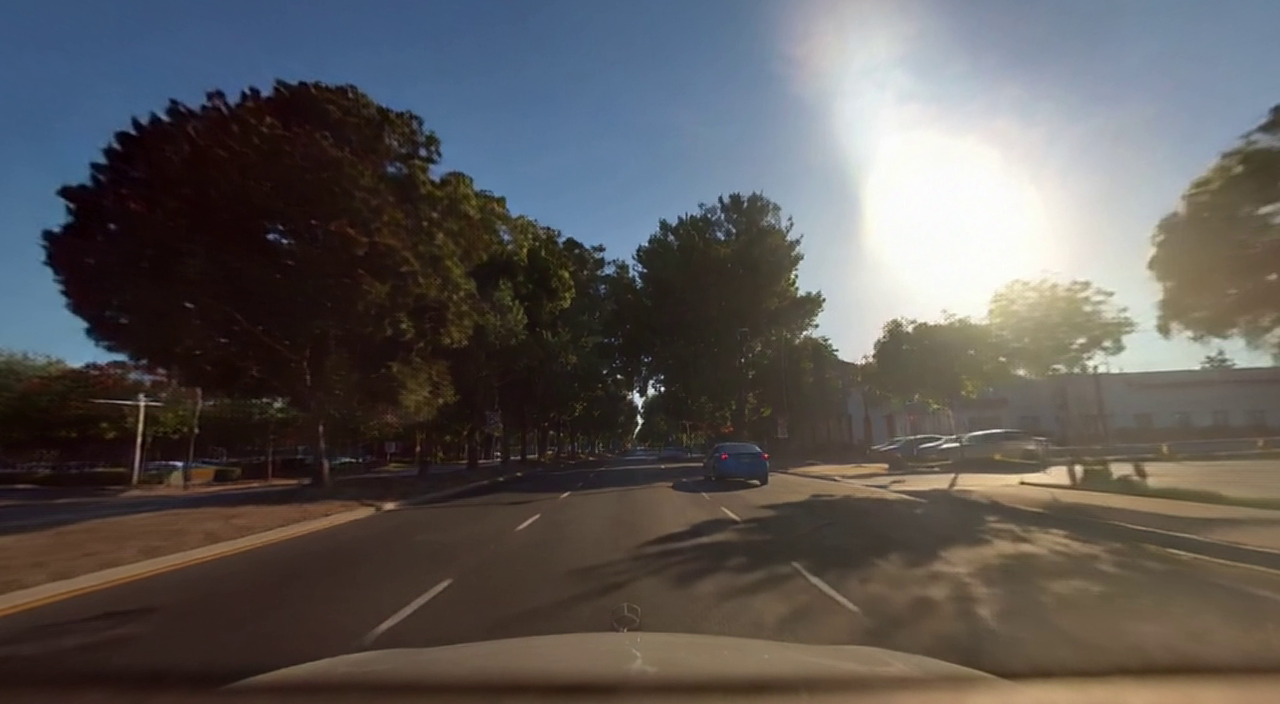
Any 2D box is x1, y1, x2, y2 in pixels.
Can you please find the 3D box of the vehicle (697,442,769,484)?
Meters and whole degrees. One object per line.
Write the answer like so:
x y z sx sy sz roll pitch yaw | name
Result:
3.576 4.368 25.224 2.033 1.482 4.571 0 -8 -2 | vehicle

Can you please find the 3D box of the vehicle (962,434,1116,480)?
15.795 4.183 25.202 4.684 1.448 2.090 -3 -8 -3 | vehicle
